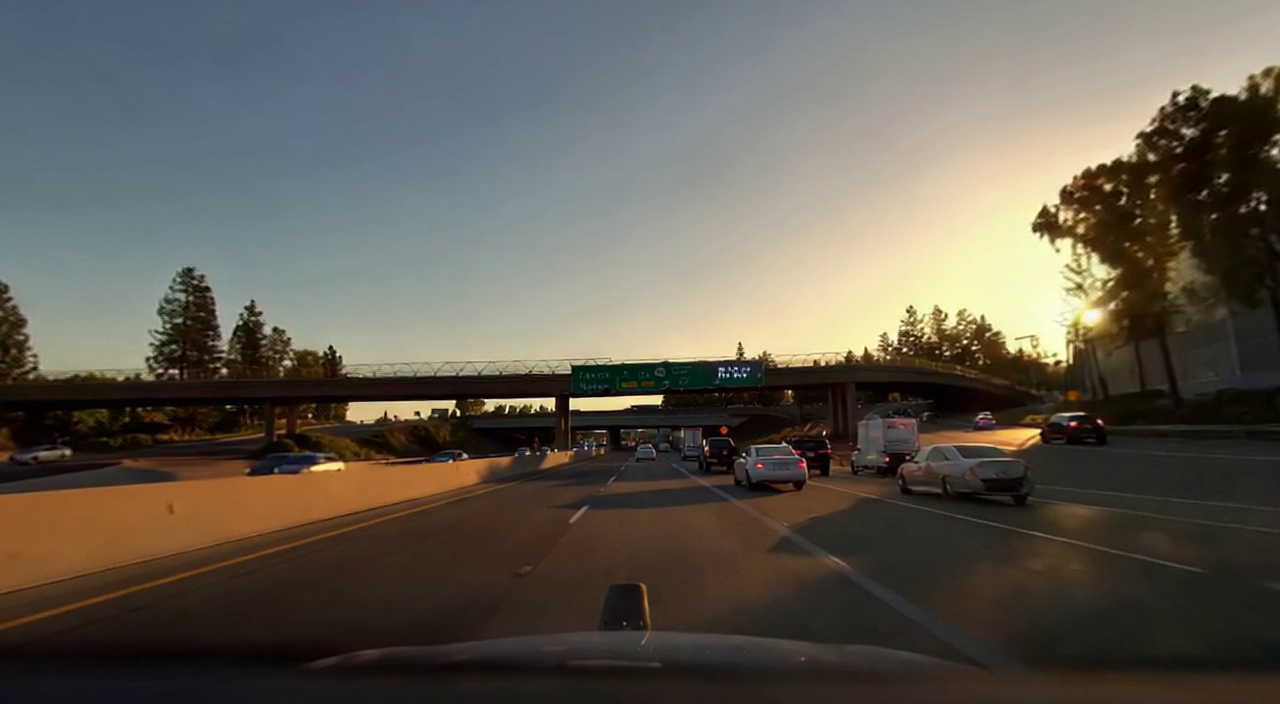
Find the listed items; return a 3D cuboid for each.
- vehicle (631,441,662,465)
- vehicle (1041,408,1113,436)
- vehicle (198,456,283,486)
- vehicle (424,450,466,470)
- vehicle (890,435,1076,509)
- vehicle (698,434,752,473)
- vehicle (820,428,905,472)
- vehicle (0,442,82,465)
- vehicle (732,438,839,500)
[{"bbox_3d":[0.430,7.210,45.174,2.124,1.639,4.122,0,-8,-1],"label":"vehicle"},{"bbox_3d":[32.437,5.267,47.036,2.131,1.840,4.870,-1,-8,5],"label":"vehicle"},{"bbox_3d":[-22.873,6.800,36.337,1.832,1.483,4.565,0,-8,1],"label":"vehicle"},{"bbox_3d":[-15.233,8.451,49.462,1.897,1.468,4.391,0,-8,1],"label":"vehicle"},{"bbox_3d":[7.823,2.745,14.978,1.919,1.476,4.303,0,-8,-1],"label":"vehicle"},{"bbox_3d":[4.307,5.248,32.752,2.086,1.858,4.737,0,-8,-1],"label":"vehicle"},{"bbox_3d":[11.184,4.998,32.238,2.193,2.025,5.606,0,-8,-1],"label":"vehicle"},{"bbox_3d":[-41.623,7.057,43.875,1.753,1.508,4.416,0,-8,-4],"label":"vehicle"},{"bbox_3d":[3.880,3.195,17.692,1.902,1.481,4.451,0,-8,-1],"label":"vehicle"}]
